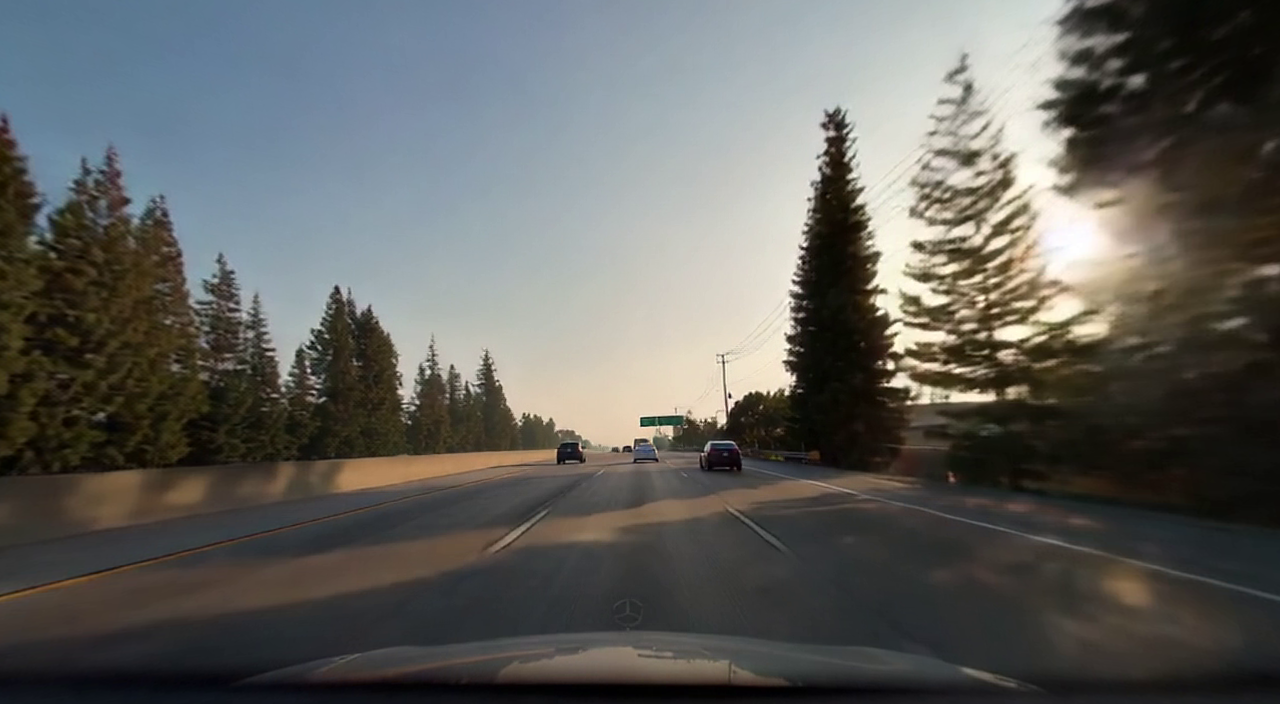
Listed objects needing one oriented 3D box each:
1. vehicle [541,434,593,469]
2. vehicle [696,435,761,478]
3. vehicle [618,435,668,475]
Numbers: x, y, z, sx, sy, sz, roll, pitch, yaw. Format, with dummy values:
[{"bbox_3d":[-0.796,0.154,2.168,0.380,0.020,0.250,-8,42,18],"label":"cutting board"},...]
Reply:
[{"bbox_3d":[-3.965,5.497,34.982,2.217,1.773,4.553,0,-8,1],"label":"vehicle"},{"bbox_3d":[3.416,4.118,25.105,1.996,1.579,3.841,0,-8,-1],"label":"vehicle"},{"bbox_3d":[0.146,4.568,28.267,2.049,1.620,4.153,0,-8,1],"label":"vehicle"}]
